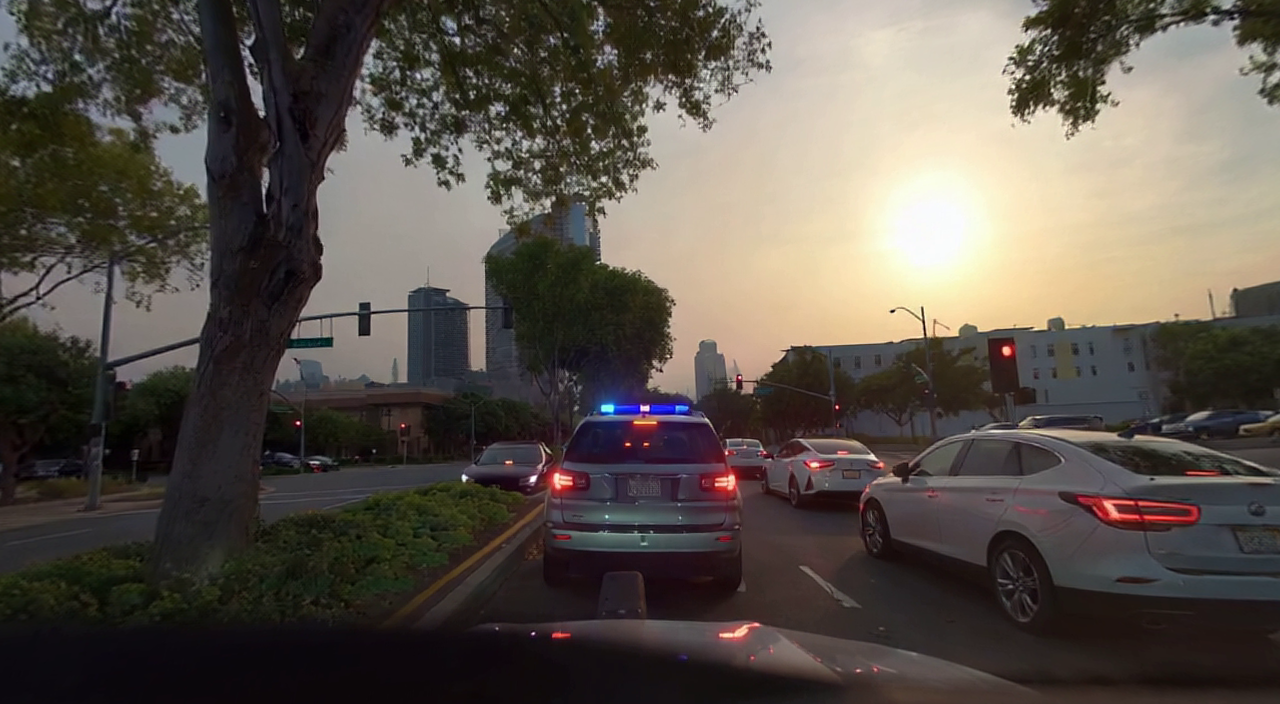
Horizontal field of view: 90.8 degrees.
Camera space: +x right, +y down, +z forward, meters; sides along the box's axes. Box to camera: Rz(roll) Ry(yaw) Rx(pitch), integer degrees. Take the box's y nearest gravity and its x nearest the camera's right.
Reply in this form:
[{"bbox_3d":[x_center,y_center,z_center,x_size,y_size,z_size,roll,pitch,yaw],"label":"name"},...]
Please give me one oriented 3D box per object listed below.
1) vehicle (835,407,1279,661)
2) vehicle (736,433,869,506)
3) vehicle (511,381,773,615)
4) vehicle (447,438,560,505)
[{"bbox_3d":[3.643,1.407,6.074,1.995,1.483,4.533,0,-8,-1],"label":"vehicle"},{"bbox_3d":[3.648,2.708,15.059,1.940,1.474,4.234,0,-8,-1],"label":"vehicle"},{"bbox_3d":[-0.037,1.464,7.267,2.038,1.819,4.505,0,-8,-1],"label":"vehicle"},{"bbox_3d":[-3.315,2.979,16.220,1.913,1.464,4.276,0,-8,0],"label":"vehicle"}]
